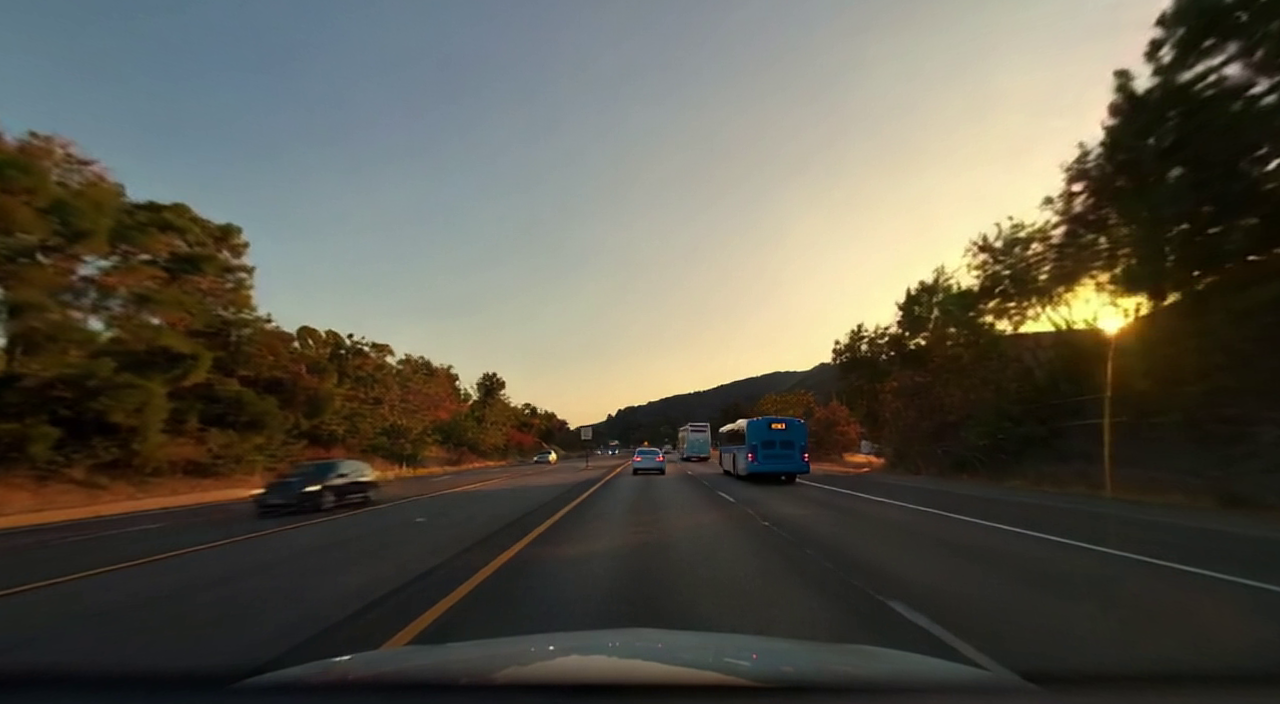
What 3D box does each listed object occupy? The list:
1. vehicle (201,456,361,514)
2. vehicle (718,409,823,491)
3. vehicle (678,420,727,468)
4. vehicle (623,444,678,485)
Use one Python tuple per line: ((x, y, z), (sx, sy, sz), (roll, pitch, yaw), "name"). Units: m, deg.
((-10.466, 3.881, 18.858), (2.076, 1.459, 4.477), (0, -9, 1), "vehicle")
((4.436, 3.523, 22.702), (2.440, 2.555, 5.957), (0, -9, -1), "vehicle")
((4.661, 7.102, 48.617), (2.883, 3.358, 7.942), (0, -9, -1), "vehicle")
((0.382, 4.358, 24.663), (2.004, 1.449, 3.817), (0, -9, 0), "vehicle")
